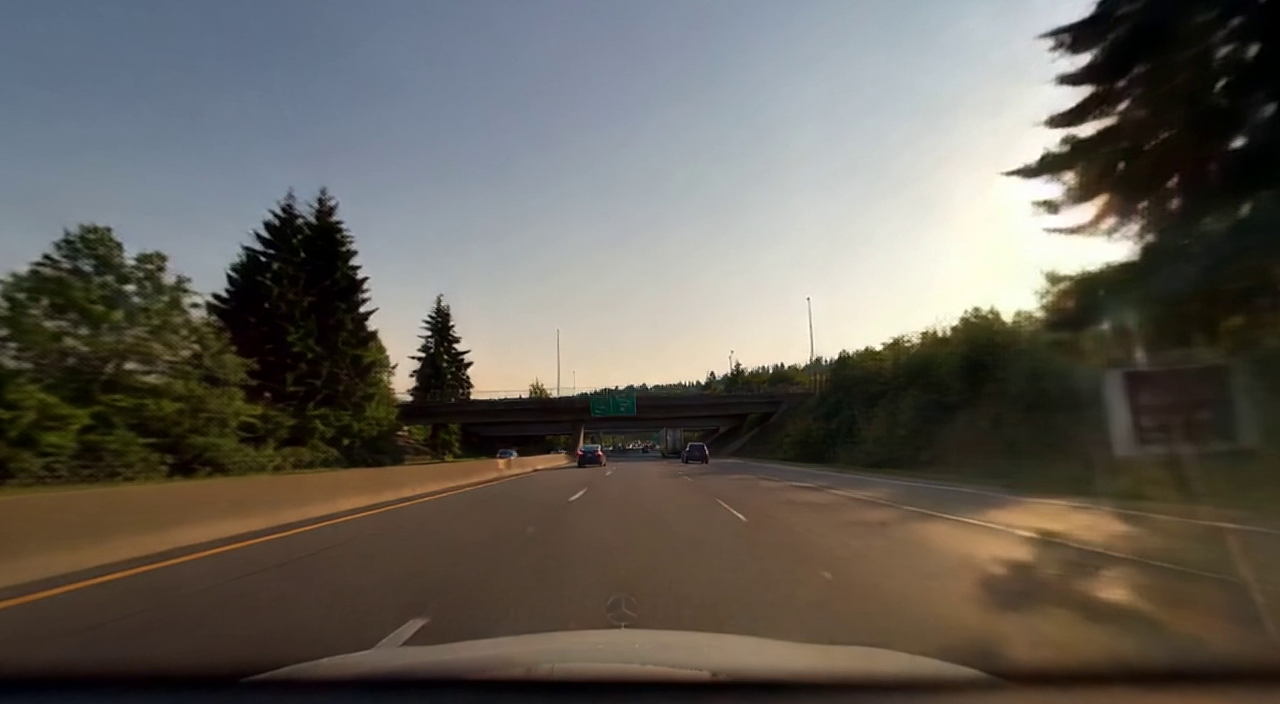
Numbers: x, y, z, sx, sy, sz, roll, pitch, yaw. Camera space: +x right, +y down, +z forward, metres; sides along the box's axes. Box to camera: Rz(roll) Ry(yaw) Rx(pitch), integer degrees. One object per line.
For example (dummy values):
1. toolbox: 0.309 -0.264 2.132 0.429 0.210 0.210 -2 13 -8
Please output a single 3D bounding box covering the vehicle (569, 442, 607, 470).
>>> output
1. vehicle: -3.502 7.139 43.496 2.238 1.792 4.518 0 -9 0
